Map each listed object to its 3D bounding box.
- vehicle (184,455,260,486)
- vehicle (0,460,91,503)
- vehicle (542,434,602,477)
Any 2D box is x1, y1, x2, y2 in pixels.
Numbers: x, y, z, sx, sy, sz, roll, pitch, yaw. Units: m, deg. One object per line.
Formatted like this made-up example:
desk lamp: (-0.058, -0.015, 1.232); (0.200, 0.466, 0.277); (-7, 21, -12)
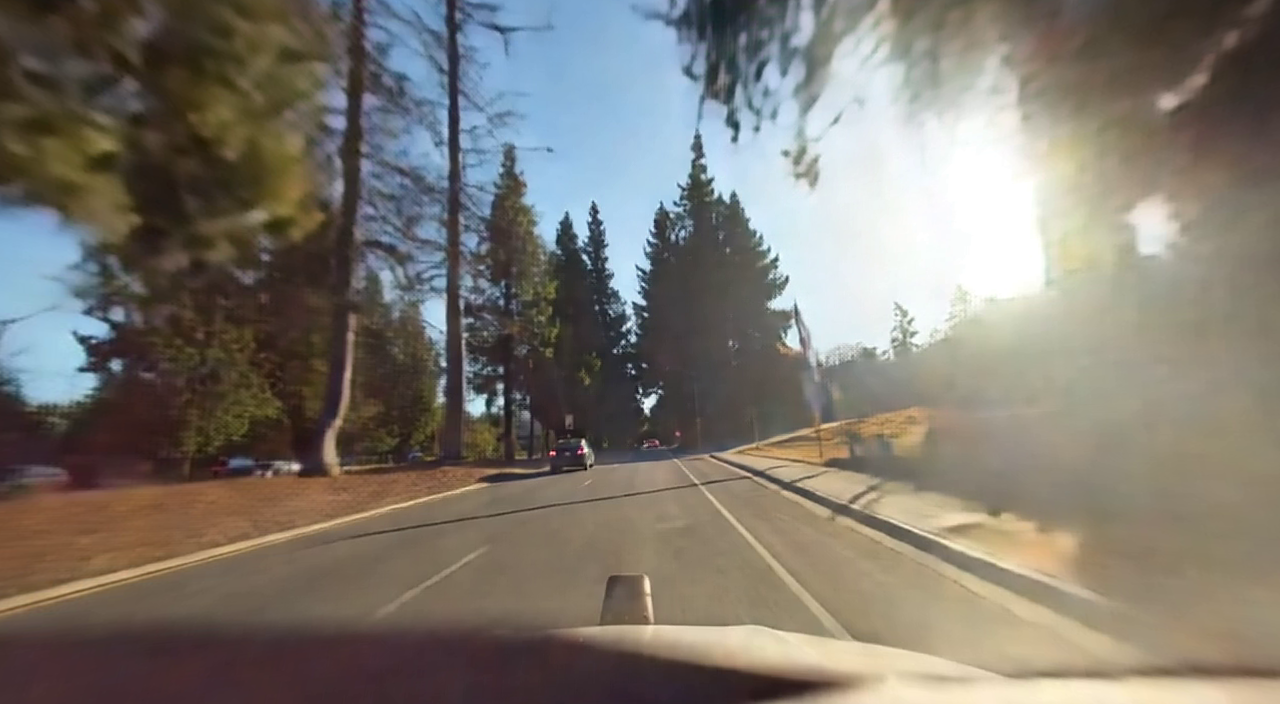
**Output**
vehicle: (-29.090, 8.219, 44.083); (1.968, 1.821, 4.810); (-3, -8, 1)
vehicle: (-29.685, 6.179, 30.274); (1.992, 1.792, 4.929); (0, -8, 2)
vehicle: (-2.859, 4.488, 27.529); (2.016, 1.694, 4.335); (0, -8, 2)
